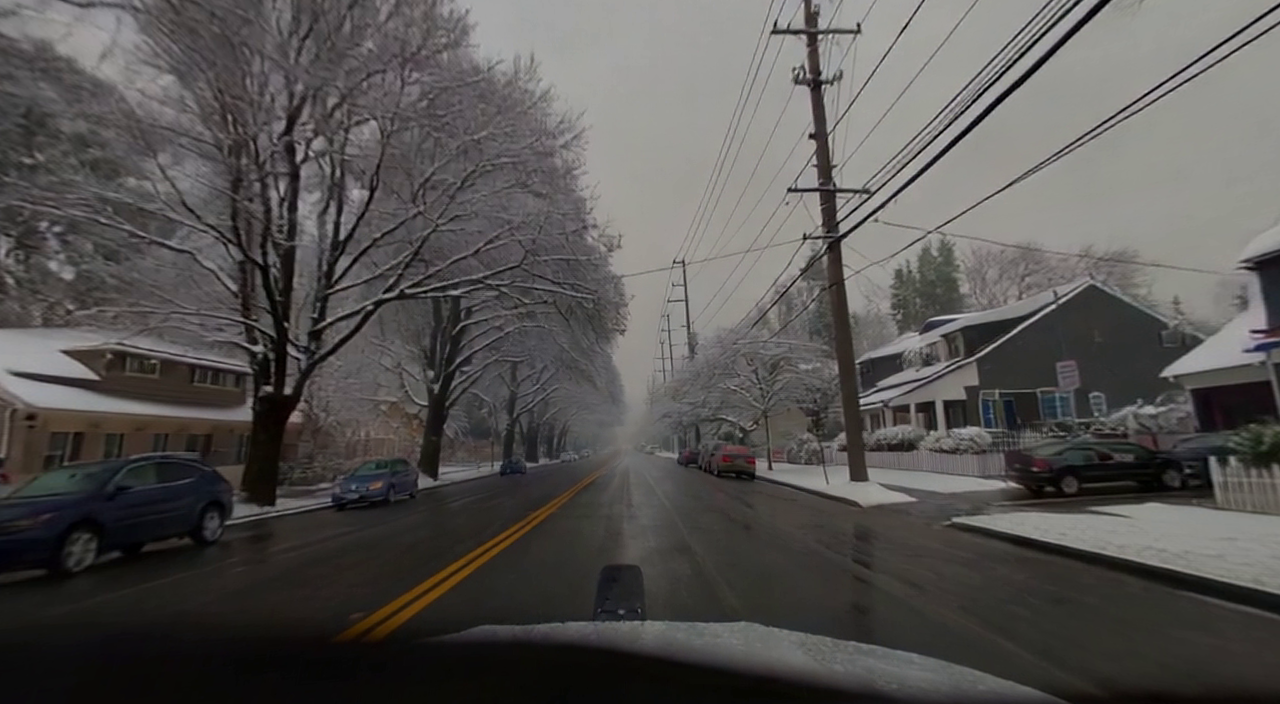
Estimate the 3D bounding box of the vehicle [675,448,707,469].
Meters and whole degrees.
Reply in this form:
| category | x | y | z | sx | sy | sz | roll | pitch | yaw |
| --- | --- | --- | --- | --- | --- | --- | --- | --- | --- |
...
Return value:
| category | x | y | z | sx | sy | sz | roll | pitch | yaw |
| --- | --- | --- | --- | --- | --- | --- | --- | --- | --- |
| vehicle | 3.826 | 8.081 | 47.990 | 2.031 | 1.470 | 4.470 | 0 | -8 | -1 |

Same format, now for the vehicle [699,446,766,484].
| category | x | y | z | sx | sy | sz | roll | pitch | yaw |
| --- | --- | --- | --- | --- | --- | --- | --- | --- | --- |
| vehicle | 4.153 | 5.131 | 29.040 | 2.052 | 1.476 | 4.438 | -2 | -8 | -5 |

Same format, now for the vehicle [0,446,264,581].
| category | x | y | z | sx | sy | sz | roll | pitch | yaw |
| --- | --- | --- | --- | --- | --- | --- | --- | --- | --- |
| vehicle | -8.583 | 2.443 | 10.483 | 1.913 | 1.723 | 4.318 | 0 | -8 | 1 |

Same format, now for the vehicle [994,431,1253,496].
| category | x | y | z | sx | sy | sz | roll | pitch | yaw |
| --- | --- | --- | --- | --- | --- | --- | --- | --- | --- |
| vehicle | 11.799 | 2.744 | 15.715 | 4.716 | 1.480 | 2.023 | 0 | -8 | 1 |

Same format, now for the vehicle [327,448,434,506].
| category | x | y | z | sx | sy | sz | roll | pitch | yaw |
| --- | --- | --- | --- | --- | --- | --- | --- | --- | --- |
| vehicle | -8.822 | 4.239 | 21.935 | 1.970 | 1.785 | 4.274 | 0 | -8 | -2 |
